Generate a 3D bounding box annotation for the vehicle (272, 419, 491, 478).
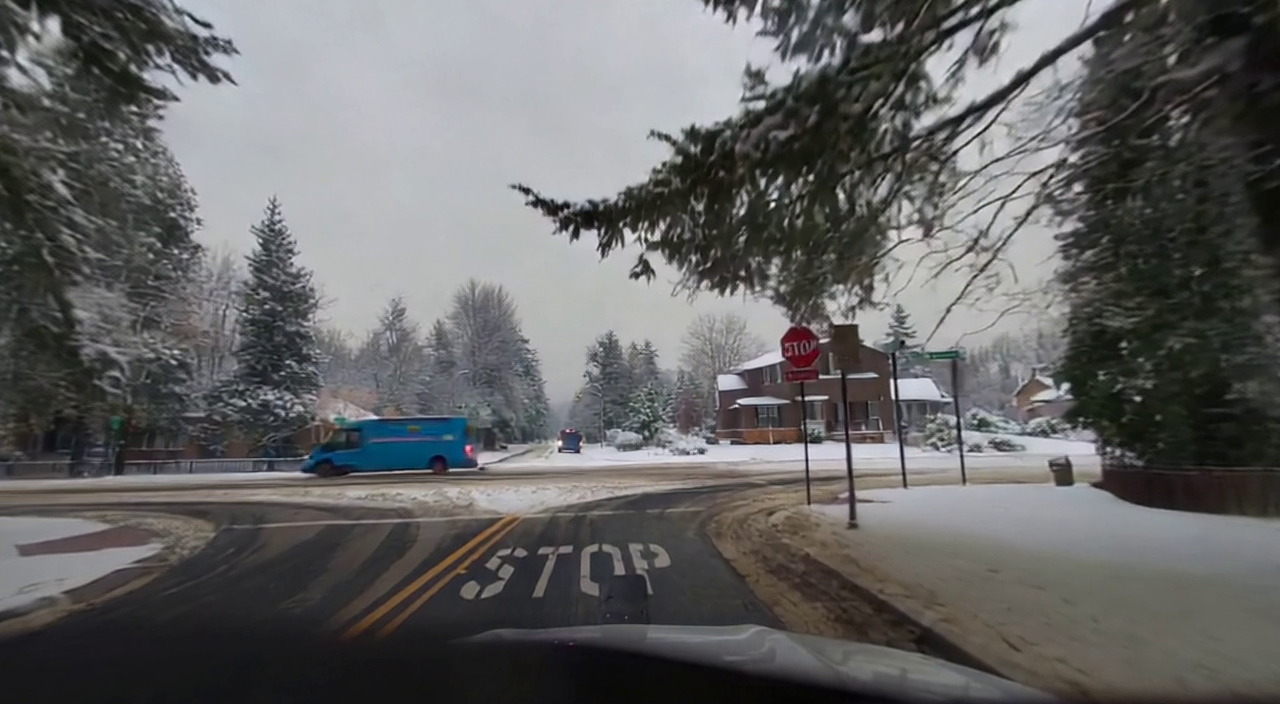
[{"bbox_3d":[-9.063,3.469,22.873,6.877,1.941,2.405,1,-8,-8],"label":"vehicle"}]
